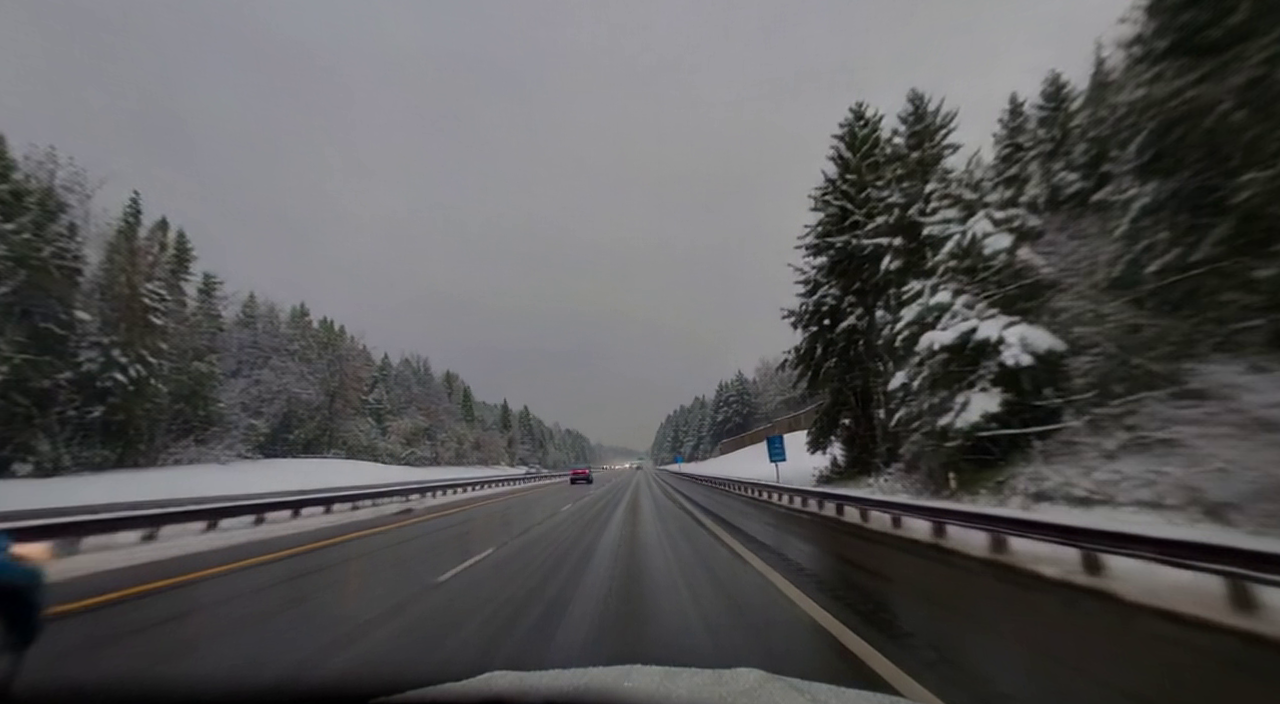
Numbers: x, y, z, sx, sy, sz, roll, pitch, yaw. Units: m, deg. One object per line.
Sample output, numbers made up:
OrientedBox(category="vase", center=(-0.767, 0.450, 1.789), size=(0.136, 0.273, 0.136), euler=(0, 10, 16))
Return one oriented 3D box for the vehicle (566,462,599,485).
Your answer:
OrientedBox(category="vehicle", center=(-4.053, 8.657, 44.834), size=(1.985, 1.515, 3.839), euler=(1, -11, 0))
